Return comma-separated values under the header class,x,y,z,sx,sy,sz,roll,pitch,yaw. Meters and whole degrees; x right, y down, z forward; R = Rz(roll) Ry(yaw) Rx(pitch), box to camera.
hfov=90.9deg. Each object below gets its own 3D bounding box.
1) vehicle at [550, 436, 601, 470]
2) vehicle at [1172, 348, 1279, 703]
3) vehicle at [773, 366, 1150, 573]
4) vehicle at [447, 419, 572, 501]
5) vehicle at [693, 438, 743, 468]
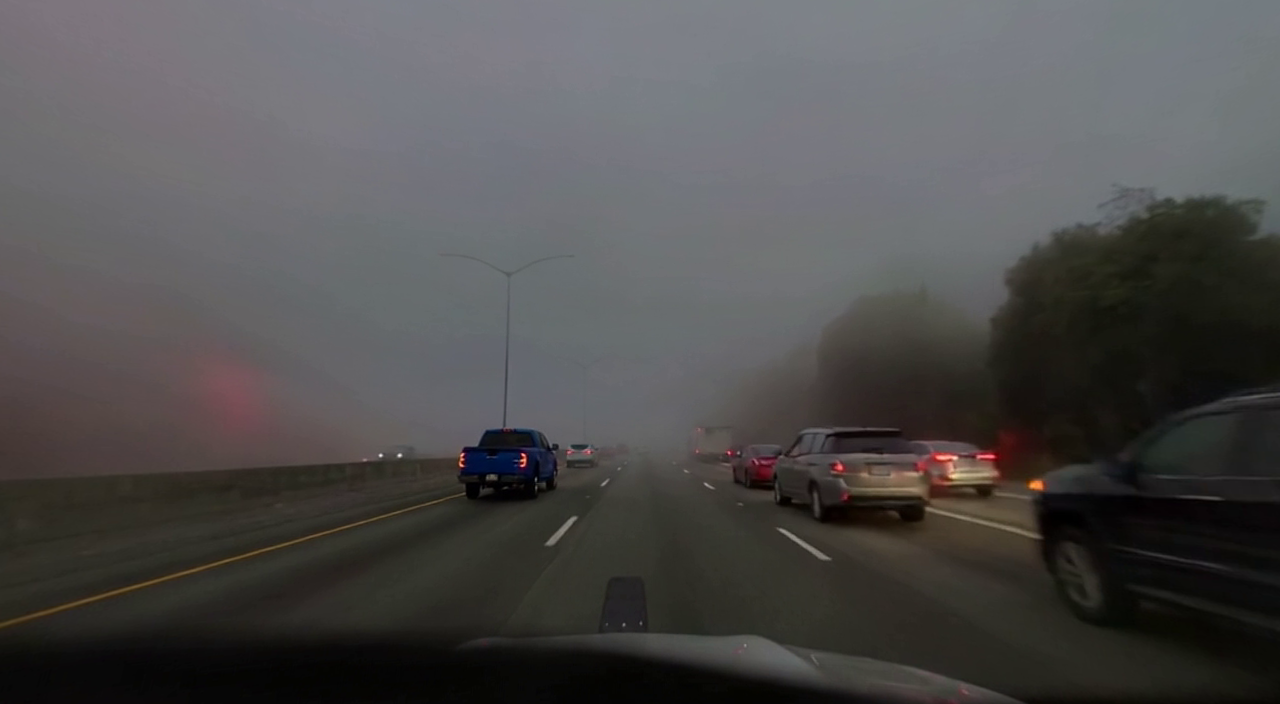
class,x,y,z,sx,sy,sz,roll,pitch,yaw
vehicle,-3.237,5.174,32.574,1.974,1.589,5.047,-1,-8,1
vehicle,3.849,0.535,0.830,2.023,1.670,4.869,0,-8,0
vehicle,3.768,1.559,9.128,2.395,2.017,5.709,0,-8,0
vehicle,-3.122,2.710,16.237,2.139,1.764,4.707,-1,-8,1
vehicle,3.986,5.232,32.951,1.951,1.454,4.479,0,-8,-1
